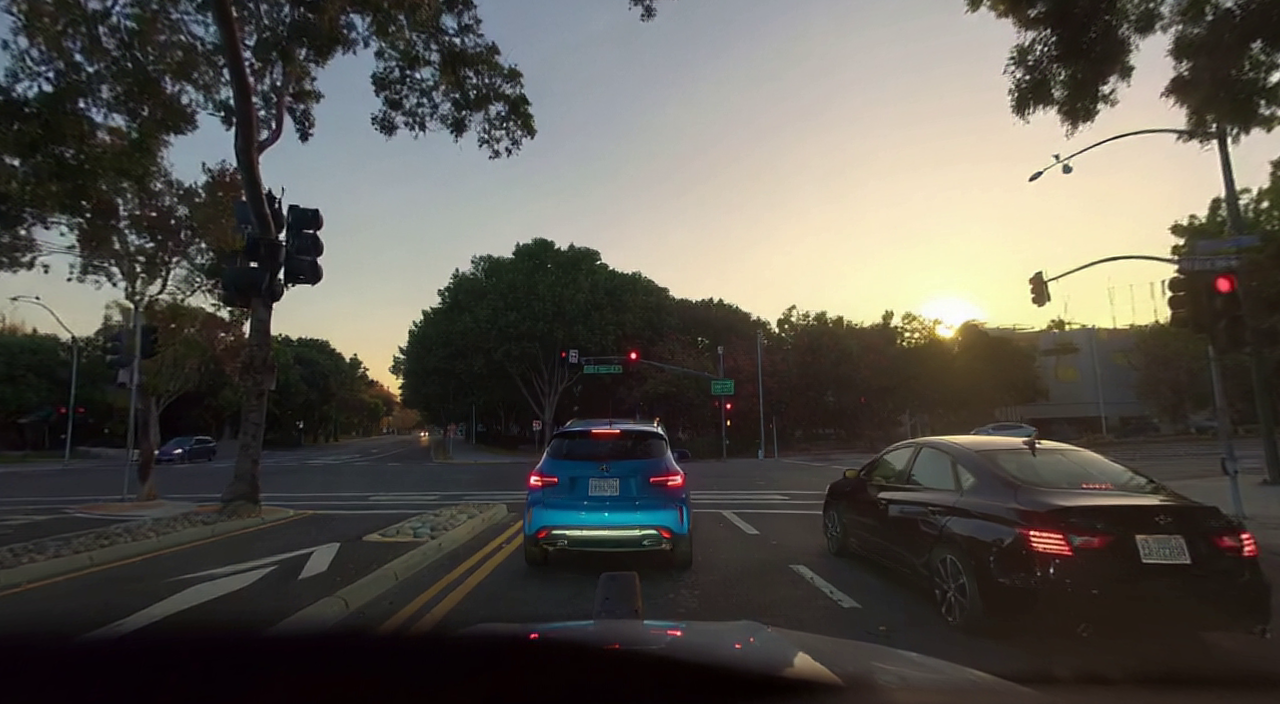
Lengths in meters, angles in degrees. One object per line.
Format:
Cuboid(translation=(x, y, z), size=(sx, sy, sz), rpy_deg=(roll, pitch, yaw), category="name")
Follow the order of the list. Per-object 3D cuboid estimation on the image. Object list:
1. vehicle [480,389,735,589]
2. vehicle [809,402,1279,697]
Cuboid(translation=(-0.343, 1.525, 7.787), size=(2.247, 1.760, 4.231), rpy_deg=(0, -9, -2), category="vehicle")
Cuboid(translation=(3.168, 1.401, 5.763), size=(1.932, 1.562, 4.629), rpy_deg=(0, -9, -1), category="vehicle")
